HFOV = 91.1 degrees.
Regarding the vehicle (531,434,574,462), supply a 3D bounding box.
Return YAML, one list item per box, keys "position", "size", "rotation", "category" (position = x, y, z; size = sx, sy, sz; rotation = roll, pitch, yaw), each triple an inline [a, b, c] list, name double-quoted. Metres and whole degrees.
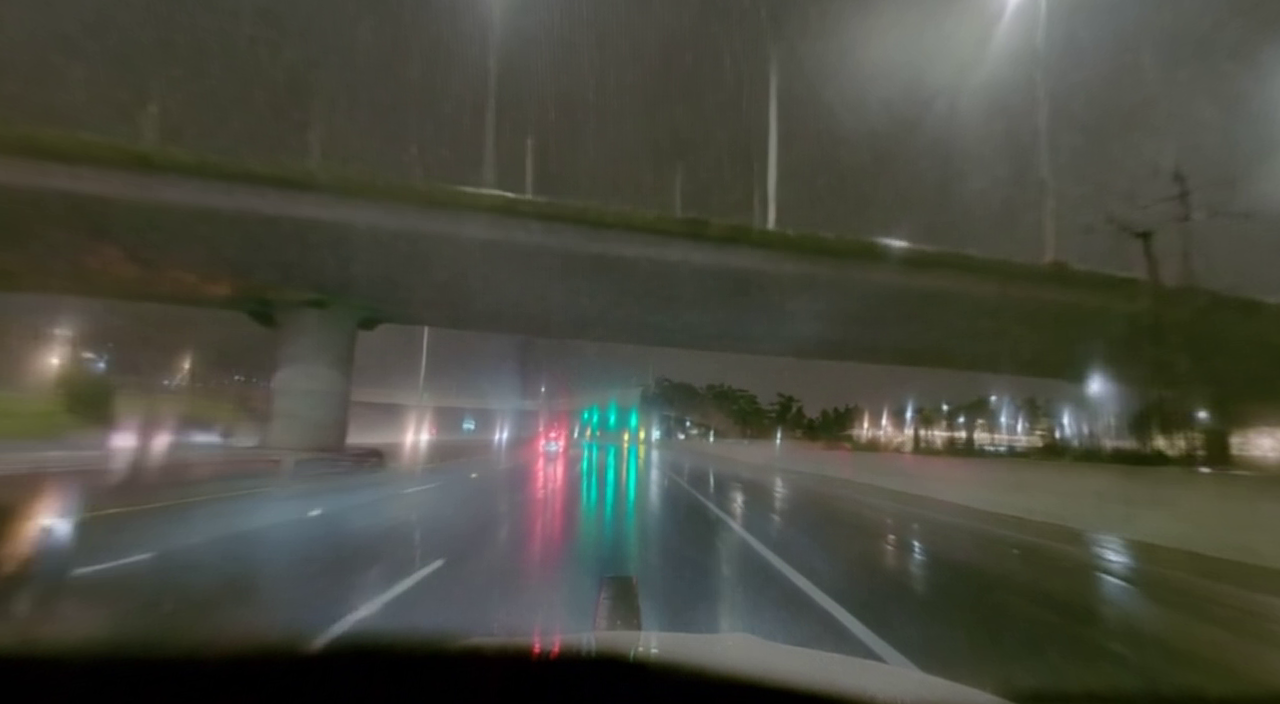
- position: [-5.419, 6.000, 39.558]
  size: [2.123, 1.601, 4.887]
  rotation: [0, -8, -1]
  category: "vehicle"
